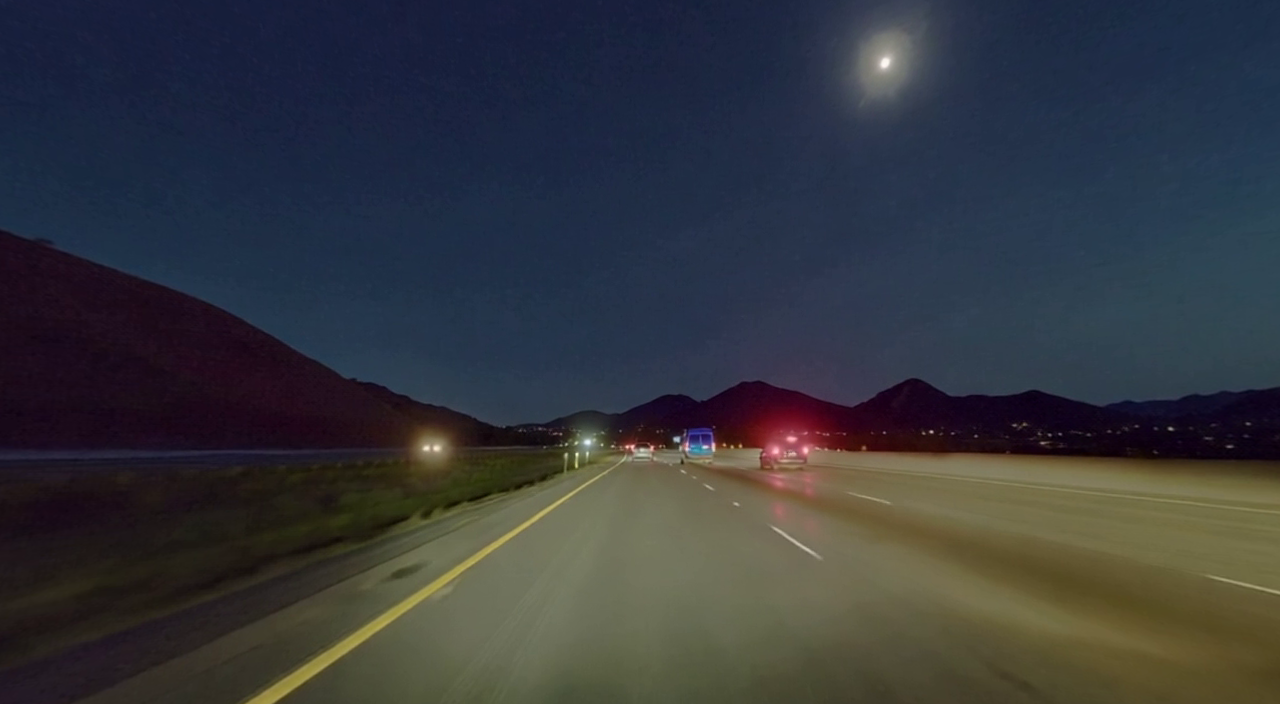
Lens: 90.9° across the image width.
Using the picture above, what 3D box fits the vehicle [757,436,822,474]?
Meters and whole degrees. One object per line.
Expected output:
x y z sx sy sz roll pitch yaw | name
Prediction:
8.103 5.617 34.755 2.240 1.925 4.854 0 -8 -2 | vehicle

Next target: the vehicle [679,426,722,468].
4.086 6.552 43.680 2.302 2.670 6.176 0 -8 -1 | vehicle
